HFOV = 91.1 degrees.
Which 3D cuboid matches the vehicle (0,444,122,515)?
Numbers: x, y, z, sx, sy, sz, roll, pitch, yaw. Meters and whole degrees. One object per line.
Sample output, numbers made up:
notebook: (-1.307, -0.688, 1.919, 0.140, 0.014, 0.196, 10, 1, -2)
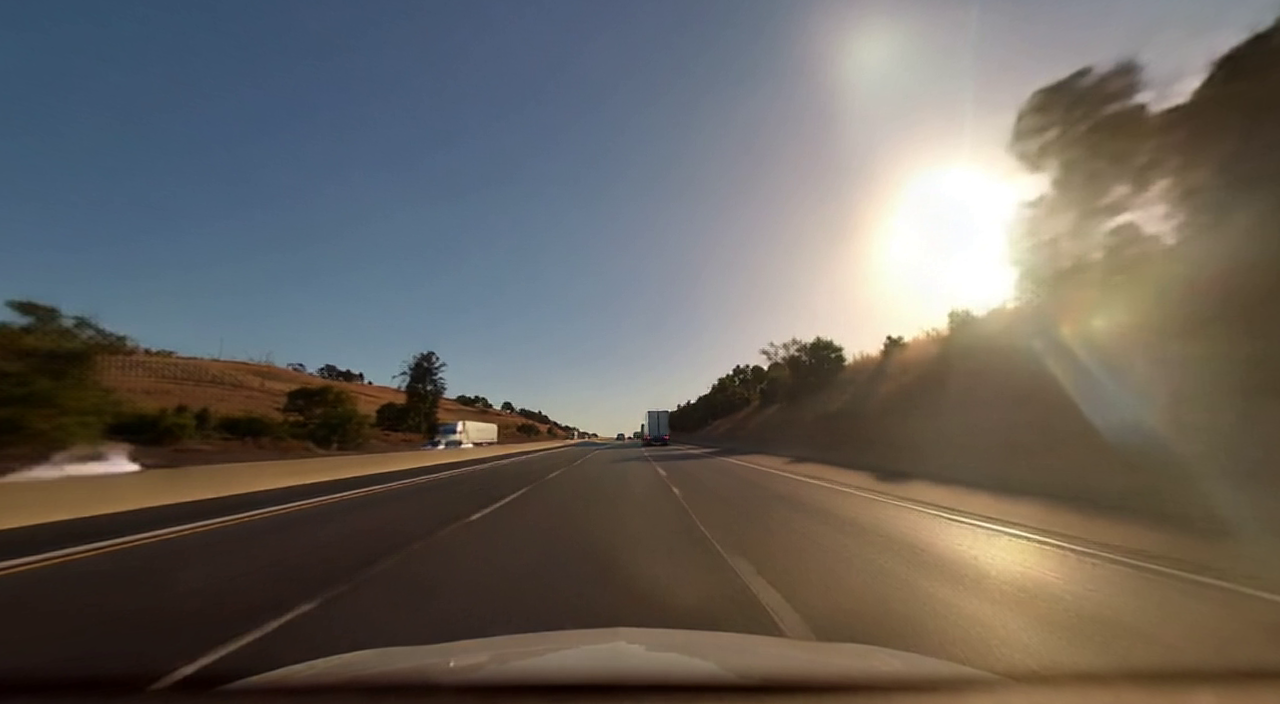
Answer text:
vehicle: (-15.316, 3.040, 15.207, 1.868, 1.545, 4.366, 0, -8, -1)
